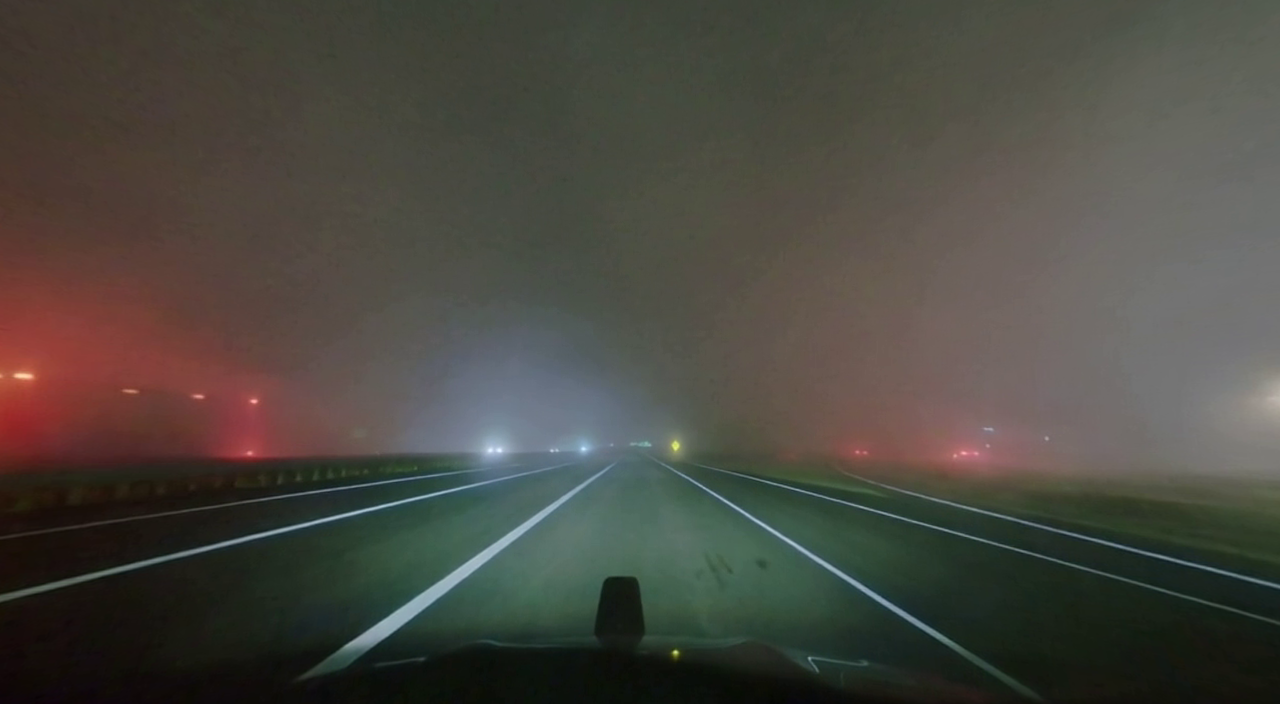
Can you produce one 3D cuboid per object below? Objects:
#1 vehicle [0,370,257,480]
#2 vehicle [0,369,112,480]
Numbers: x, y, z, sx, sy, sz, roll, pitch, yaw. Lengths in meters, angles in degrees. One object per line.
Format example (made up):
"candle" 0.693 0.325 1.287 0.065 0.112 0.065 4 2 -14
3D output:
"vehicle" -24.530 3.792 30.475 3.072 4.067 14.457 0 -9 0
"vehicle" -24.465 2.794 23.783 3.209 3.947 6.545 0 -9 0
